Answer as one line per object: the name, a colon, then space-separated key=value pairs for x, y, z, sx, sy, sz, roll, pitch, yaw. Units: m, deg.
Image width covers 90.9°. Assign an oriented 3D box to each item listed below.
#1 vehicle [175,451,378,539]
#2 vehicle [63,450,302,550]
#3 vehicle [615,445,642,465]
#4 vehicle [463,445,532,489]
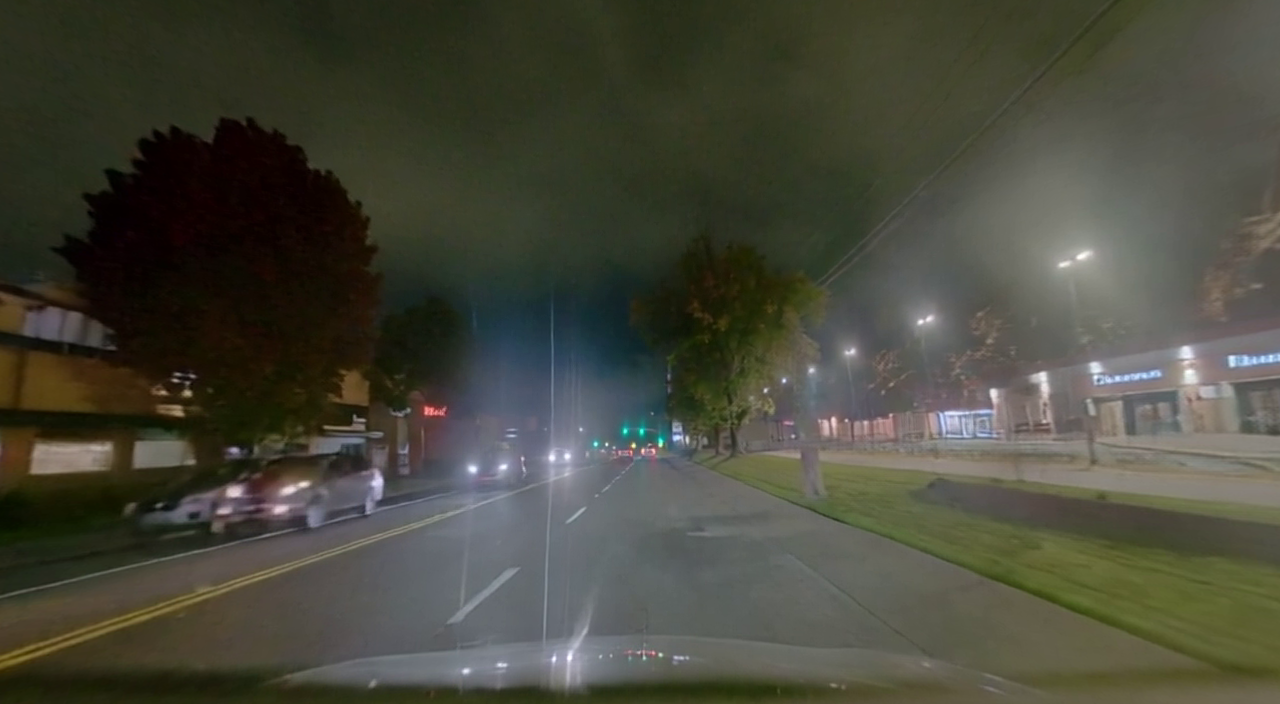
vehicle: x=-8.160 y=3.191 z=14.793 sx=2.038 sy=1.670 sz=4.468 roll=0 pitch=-8 yaw=1
vehicle: x=-11.034 y=3.521 z=15.917 sx=2.102 sy=2.004 sz=5.285 roll=0 pitch=-8 yaw=-1
vehicle: x=-0.892 y=7.913 z=48.465 sx=2.020 sy=1.478 sz=3.922 roll=0 pitch=-8 yaw=-2
vehicle: x=-6.099 y=4.947 z=27.534 sx=2.030 sy=1.701 sz=4.559 roll=0 pitch=-8 yaw=-1
